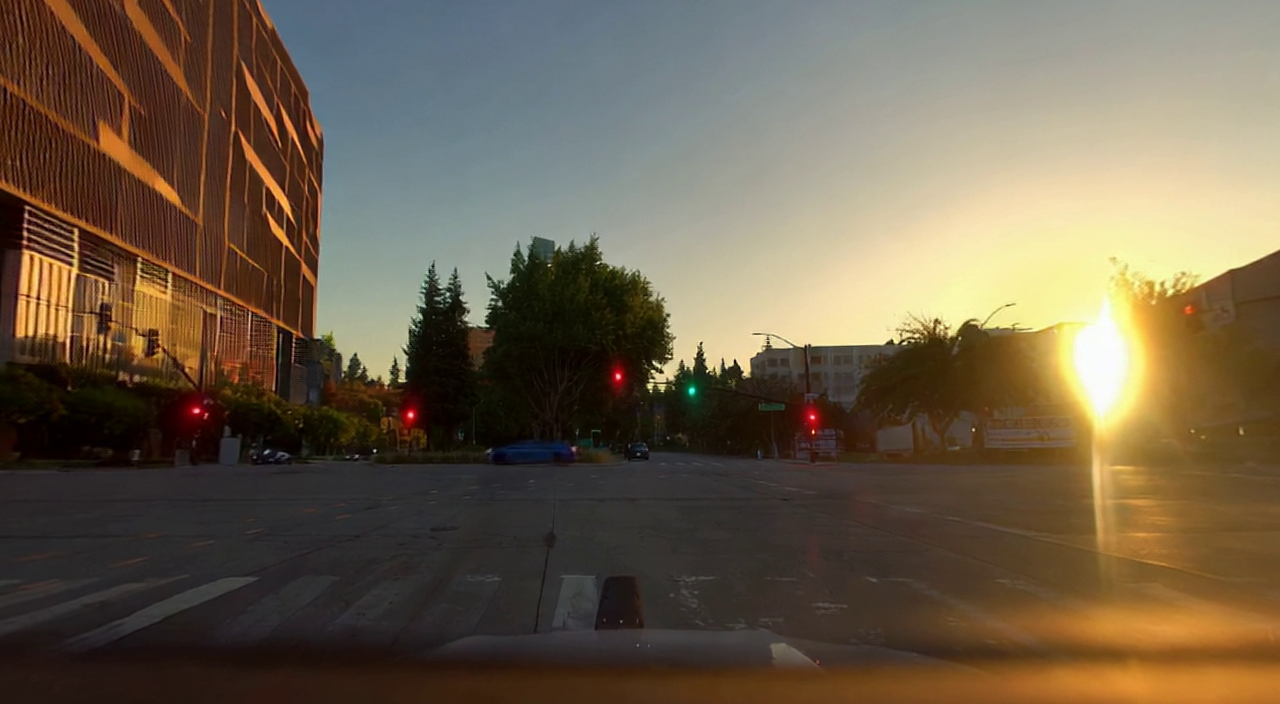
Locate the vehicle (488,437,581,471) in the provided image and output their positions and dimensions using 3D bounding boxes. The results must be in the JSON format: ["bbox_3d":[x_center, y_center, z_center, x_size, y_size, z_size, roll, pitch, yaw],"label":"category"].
[{"bbox_3d":[-5.478,5.387,33.361,4.639,1.699,2.030,0,-9,-4],"label":"vehicle"}]
